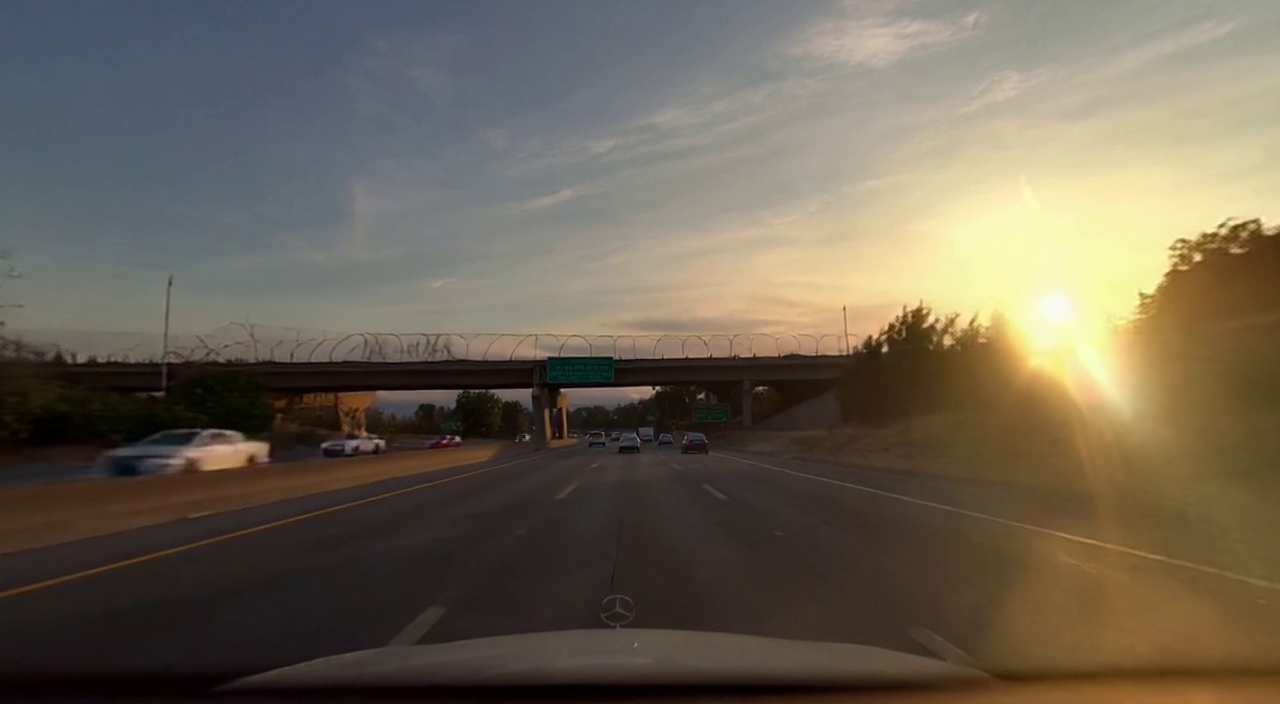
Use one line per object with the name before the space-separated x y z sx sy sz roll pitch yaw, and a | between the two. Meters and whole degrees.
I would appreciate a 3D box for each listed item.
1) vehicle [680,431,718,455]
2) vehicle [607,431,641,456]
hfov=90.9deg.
vehicle | 3.965 6.178 43.028 2.056 1.508 4.093 0 -8 -2
vehicle | -0.952 5.592 38.757 1.987 1.440 3.565 0 -8 -1
